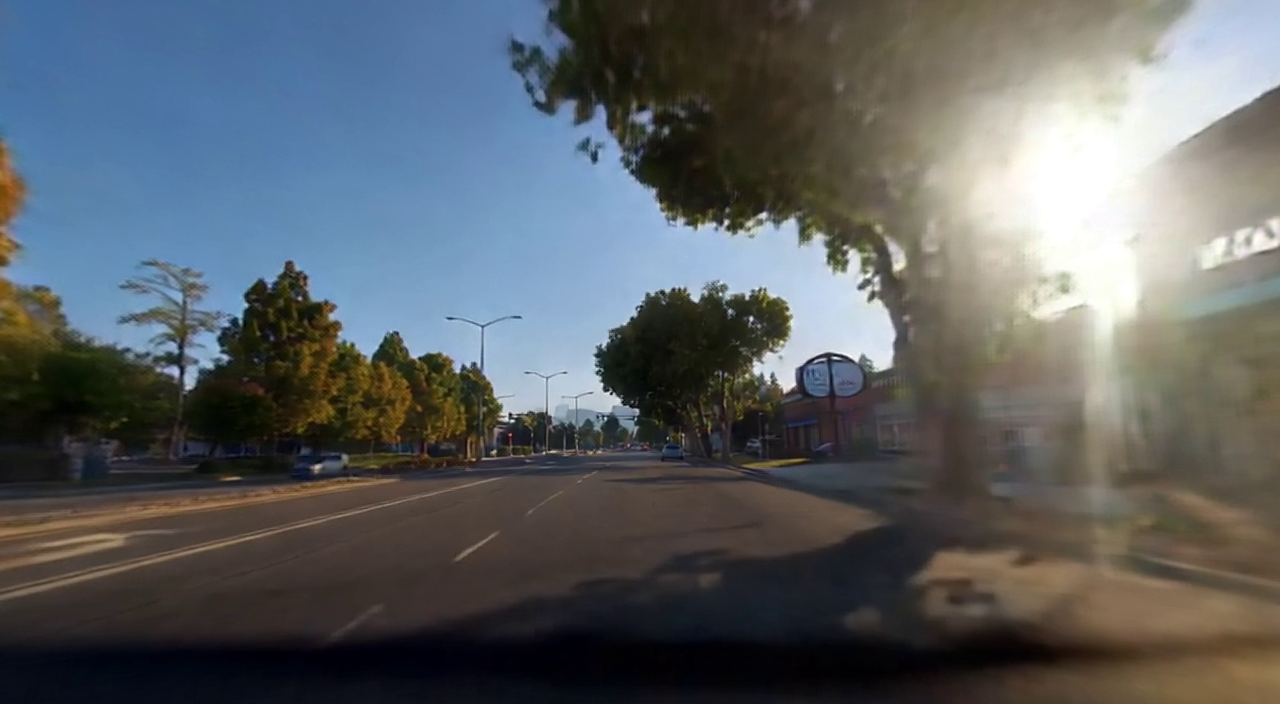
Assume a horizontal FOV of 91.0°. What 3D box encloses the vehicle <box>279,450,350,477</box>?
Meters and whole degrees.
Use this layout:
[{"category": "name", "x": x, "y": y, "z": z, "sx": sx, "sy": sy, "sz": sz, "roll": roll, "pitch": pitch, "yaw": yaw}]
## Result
[{"category": "vehicle", "x": -19.949, "y": 6.830, "z": 38.845, "sx": 1.884, "sy": 1.479, "sz": 4.740, "roll": 0, "pitch": -8, "yaw": 0}]
